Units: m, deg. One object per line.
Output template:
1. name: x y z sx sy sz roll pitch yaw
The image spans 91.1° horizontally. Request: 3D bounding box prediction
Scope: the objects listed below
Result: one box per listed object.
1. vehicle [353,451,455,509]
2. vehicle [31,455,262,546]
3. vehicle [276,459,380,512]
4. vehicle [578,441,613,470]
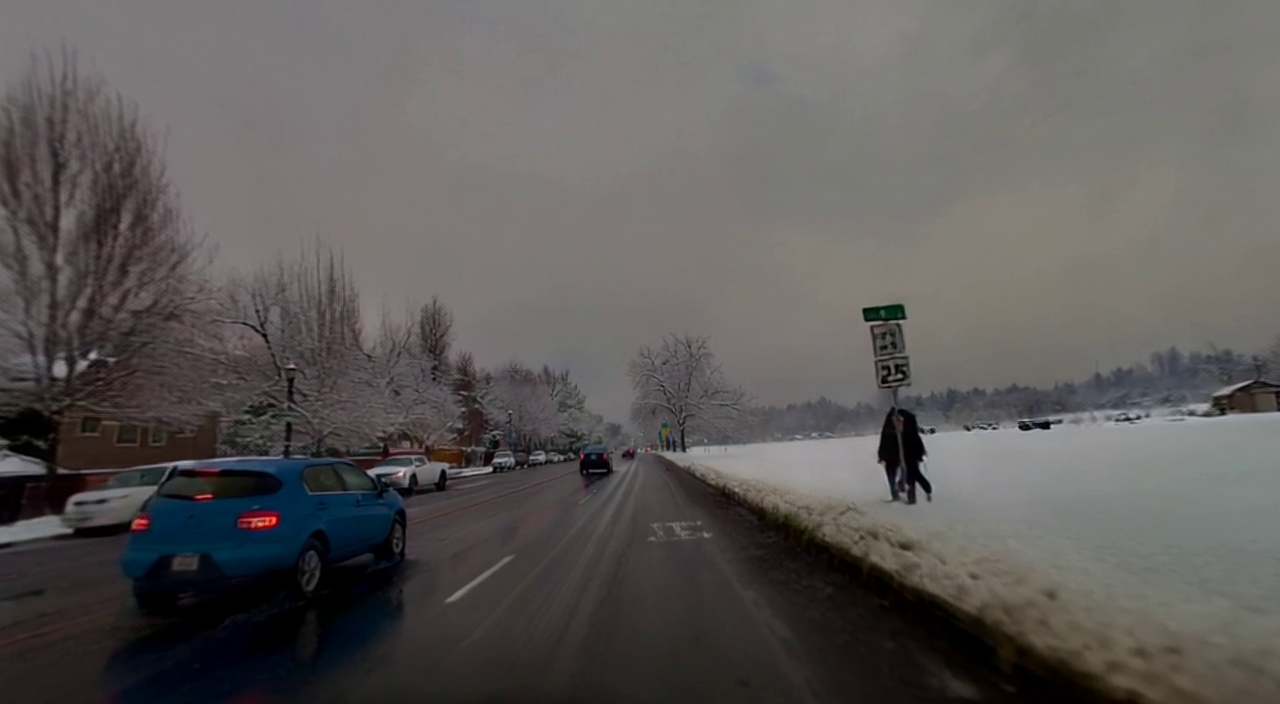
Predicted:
1. vehicle: -8.988 4.872 24.426 2.019 1.907 4.697 0 -8 1
2. vehicle: -12.146 3.605 16.055 1.904 1.728 4.997 2 -7 -1
3. vehicle: -12.180 5.188 24.846 1.910 1.462 4.581 -4 -6 -2
4. vehicle: -2.902 6.831 41.614 1.908 1.809 4.230 0 -8 1
